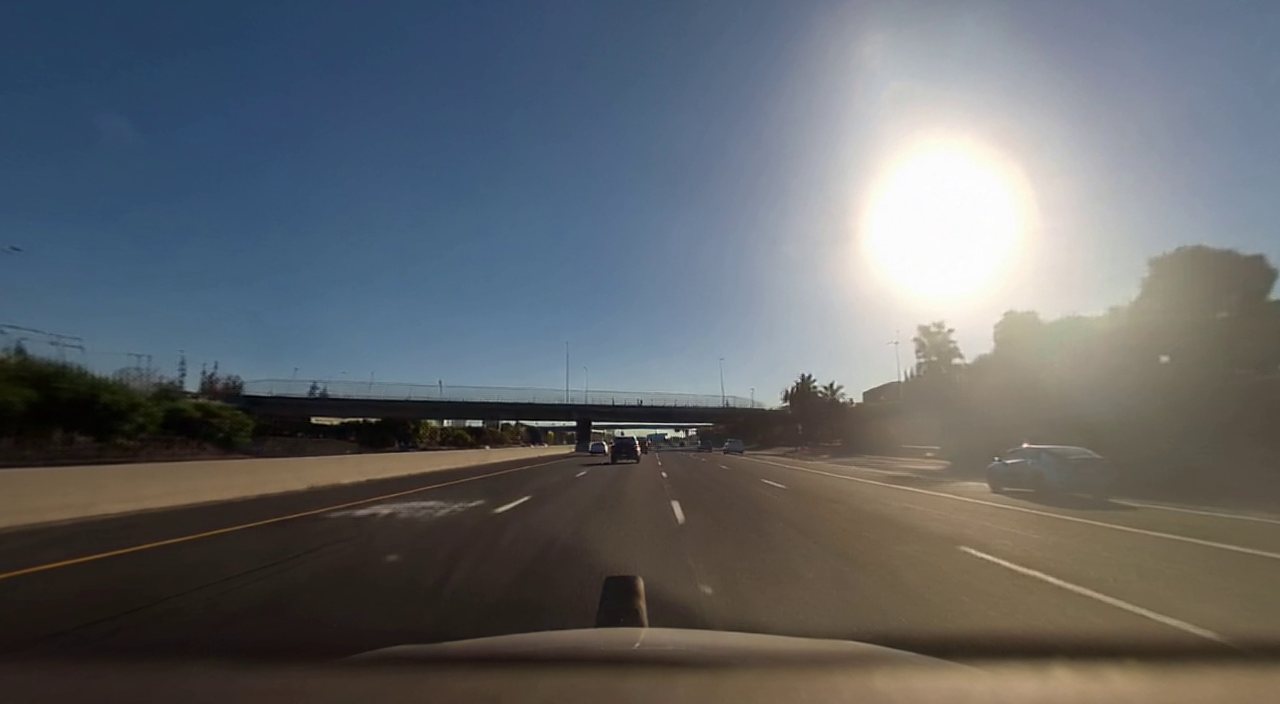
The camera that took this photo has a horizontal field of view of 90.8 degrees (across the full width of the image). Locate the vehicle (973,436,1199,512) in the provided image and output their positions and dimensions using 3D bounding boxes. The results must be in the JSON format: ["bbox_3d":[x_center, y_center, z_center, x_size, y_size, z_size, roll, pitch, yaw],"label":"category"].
[{"bbox_3d":[9.810,2.692,14.471,1.900,1.432,4.519,0,-8,0],"label":"vehicle"}]

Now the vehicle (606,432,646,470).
[{"bbox_3d":[-0.653,5.194,33.126,1.893,1.827,4.513,0,-8,1],"label":"vehicle"}]
